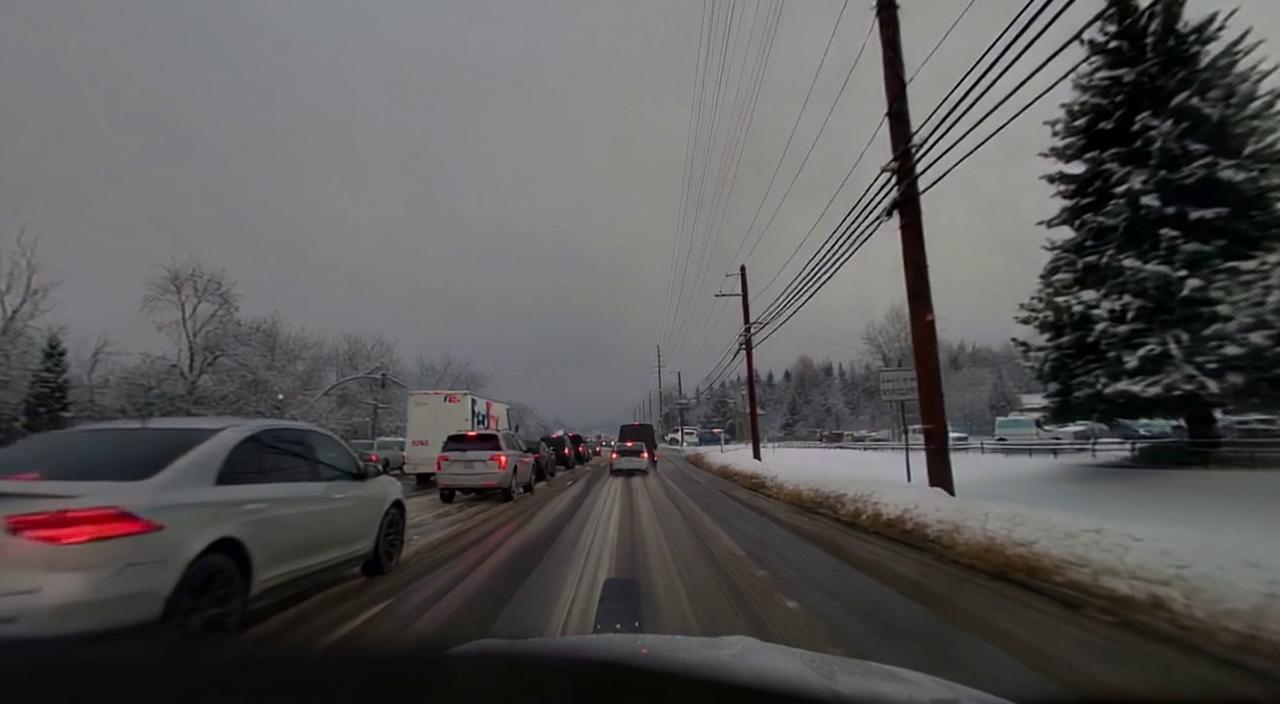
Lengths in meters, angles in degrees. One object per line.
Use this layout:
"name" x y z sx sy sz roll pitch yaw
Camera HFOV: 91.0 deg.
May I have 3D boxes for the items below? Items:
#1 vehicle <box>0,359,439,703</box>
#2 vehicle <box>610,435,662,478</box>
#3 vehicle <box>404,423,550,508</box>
"vehicle" -3.416 1.213 4.847 2.057 1.673 4.934 0 -8 1
"vehicle" -0.203 4.417 26.890 2.055 1.671 4.147 0 -8 -1
"vehicle" -3.843 2.789 15.955 2.263 1.803 4.868 0 -8 2
